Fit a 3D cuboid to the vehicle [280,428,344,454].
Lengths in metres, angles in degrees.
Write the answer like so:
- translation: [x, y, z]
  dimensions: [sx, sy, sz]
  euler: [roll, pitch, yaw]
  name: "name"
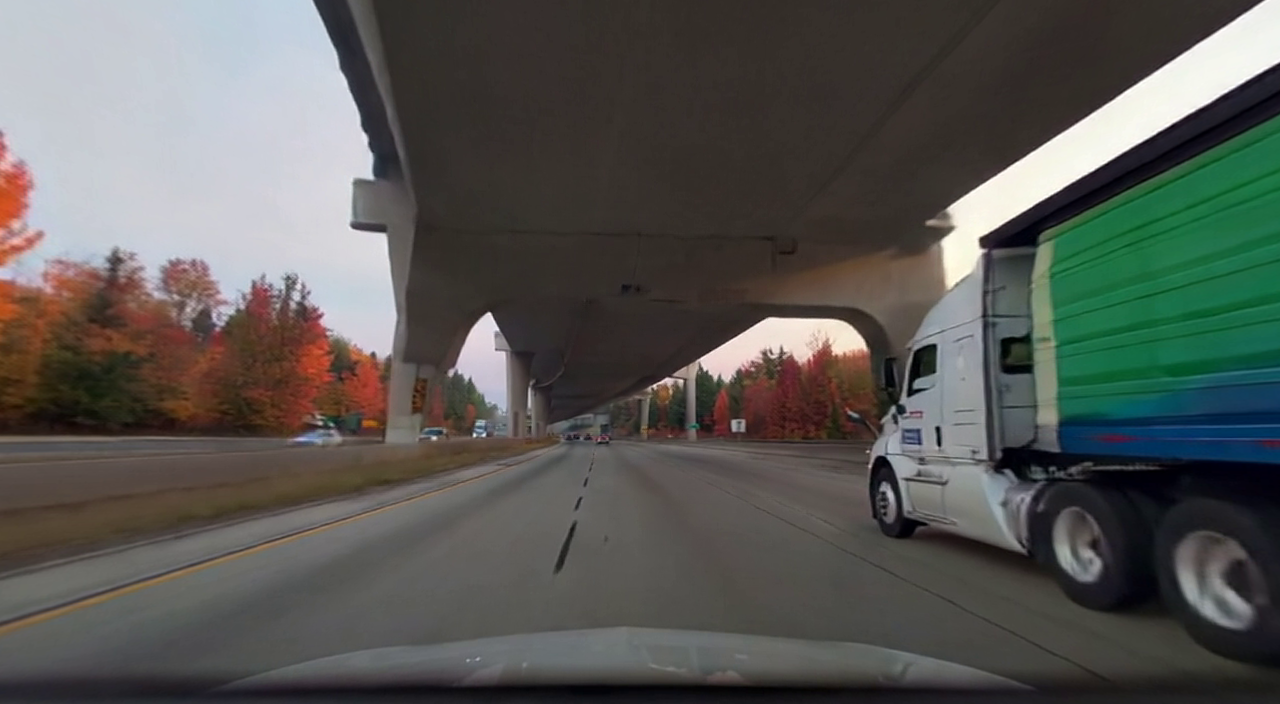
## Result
- translation: [-21.068, 5.748, 40.570]
  dimensions: [1.867, 1.538, 4.656]
  euler: [0, -8, -4]
  name: "vehicle"
